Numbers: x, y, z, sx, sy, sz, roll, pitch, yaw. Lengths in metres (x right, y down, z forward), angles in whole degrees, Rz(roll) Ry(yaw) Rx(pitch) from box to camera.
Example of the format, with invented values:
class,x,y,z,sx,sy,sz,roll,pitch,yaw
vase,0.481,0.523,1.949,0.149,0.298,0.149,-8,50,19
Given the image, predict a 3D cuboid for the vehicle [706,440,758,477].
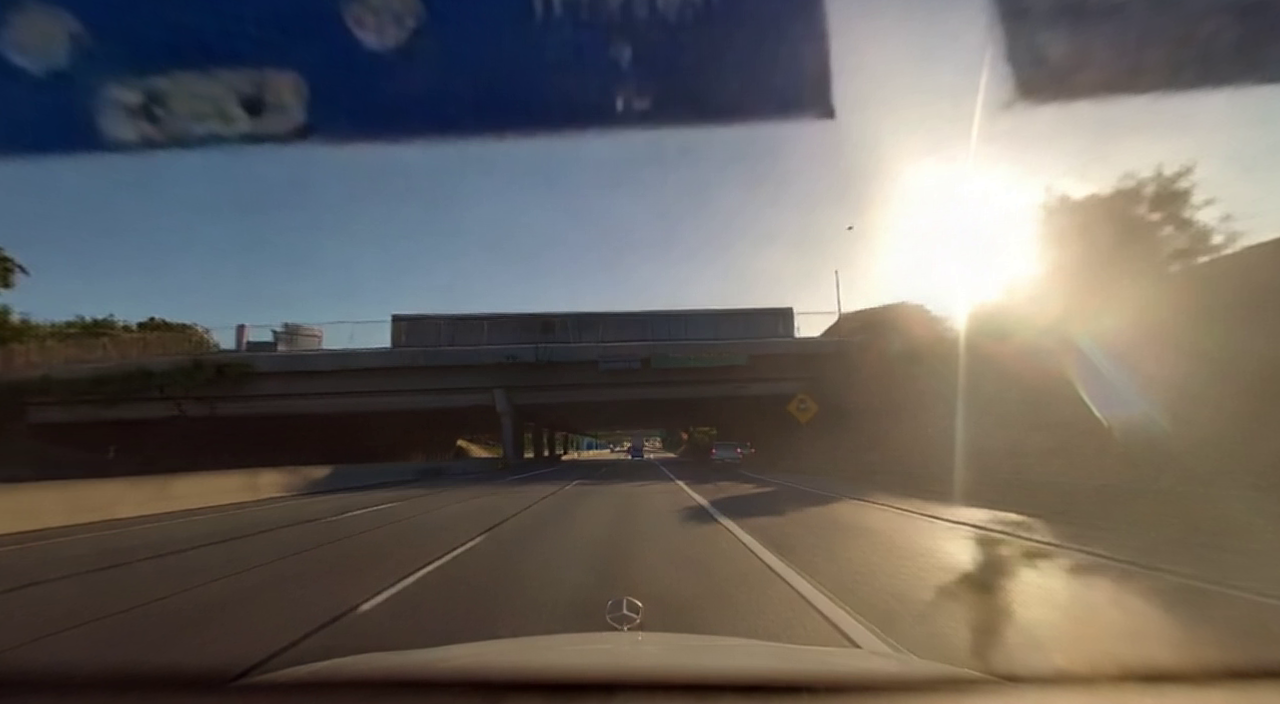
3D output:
class,x,y,z,sx,sy,sz,roll,pitch,yaw
vehicle,4.594,5.366,32.094,2.133,1.746,4.511,0,-9,2
